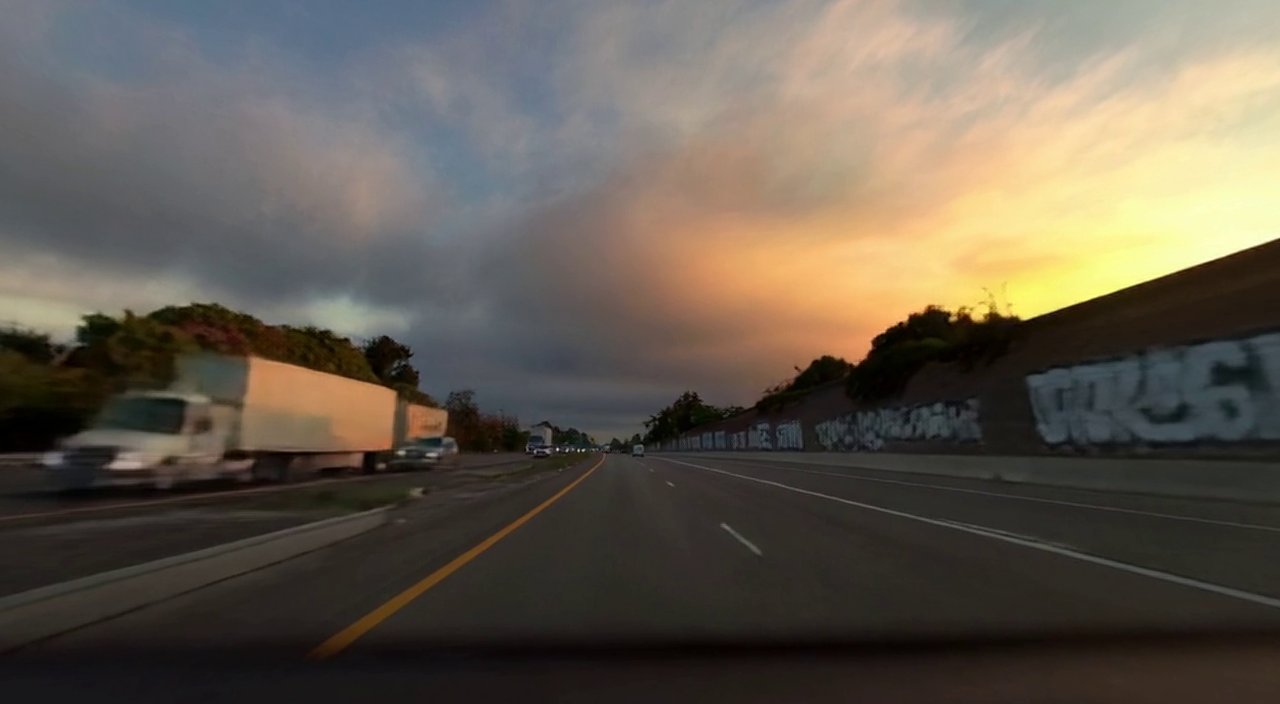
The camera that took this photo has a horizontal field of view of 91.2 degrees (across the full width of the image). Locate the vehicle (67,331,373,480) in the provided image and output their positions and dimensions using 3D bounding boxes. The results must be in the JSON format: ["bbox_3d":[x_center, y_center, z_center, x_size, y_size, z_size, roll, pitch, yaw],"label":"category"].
[{"bbox_3d":[-13.429,2.288,22.280,2.962,3.875,11.868,0,-9,-2],"label":"vehicle"}]

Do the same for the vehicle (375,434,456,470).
[{"bbox_3d":[-10.001,4.496,28.313,2.141,1.485,4.219,0,-9,0],"label":"vehicle"}]
